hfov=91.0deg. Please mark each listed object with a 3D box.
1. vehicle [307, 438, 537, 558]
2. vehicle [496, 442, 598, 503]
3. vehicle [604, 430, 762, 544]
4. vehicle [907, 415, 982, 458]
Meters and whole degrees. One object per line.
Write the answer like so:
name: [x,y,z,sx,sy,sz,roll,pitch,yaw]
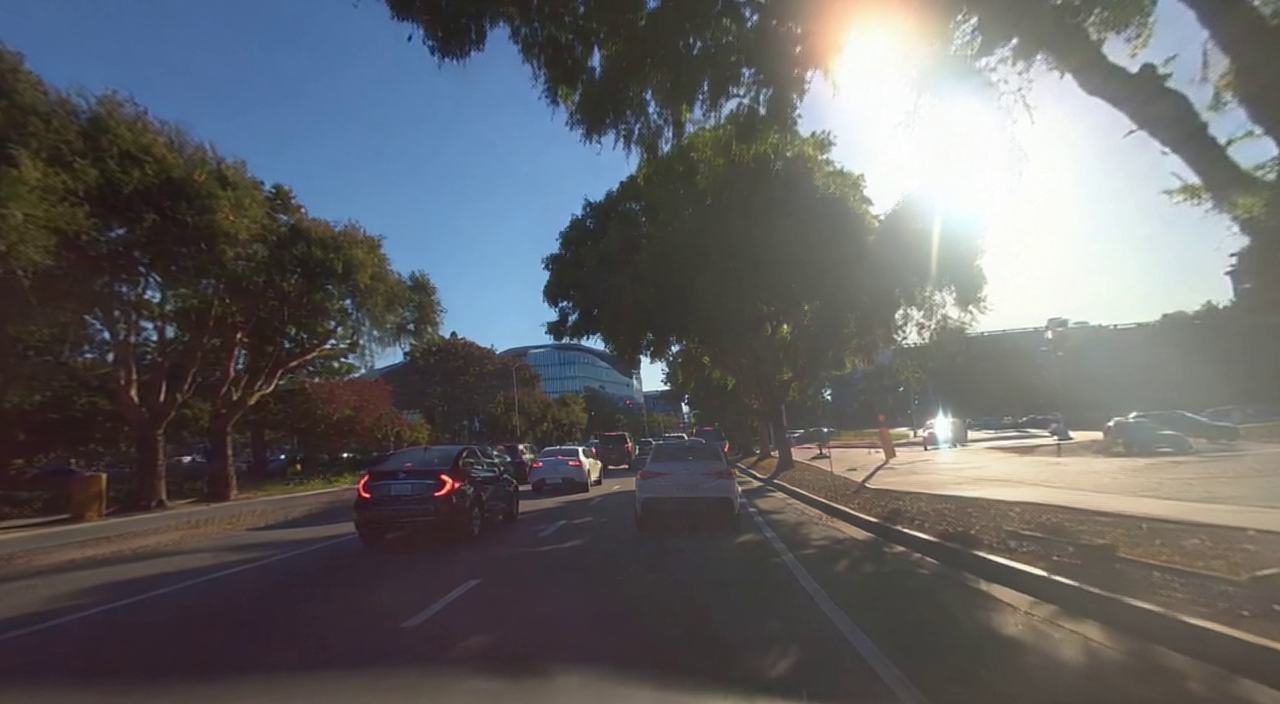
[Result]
vehicle: [-3.129,2.178,10.168,1.940,1.502,4.241,-1,-9,4]
vehicle: [-2.490,3.340,17.915,1.870,1.490,4.187,-1,-9,6]
vehicle: [0.632,2.156,10.691,2.142,1.528,4.133,0,-9,2]
vehicle: [14.992,4.241,31.317,2.288,1.933,4.612,-2,-9,13]
